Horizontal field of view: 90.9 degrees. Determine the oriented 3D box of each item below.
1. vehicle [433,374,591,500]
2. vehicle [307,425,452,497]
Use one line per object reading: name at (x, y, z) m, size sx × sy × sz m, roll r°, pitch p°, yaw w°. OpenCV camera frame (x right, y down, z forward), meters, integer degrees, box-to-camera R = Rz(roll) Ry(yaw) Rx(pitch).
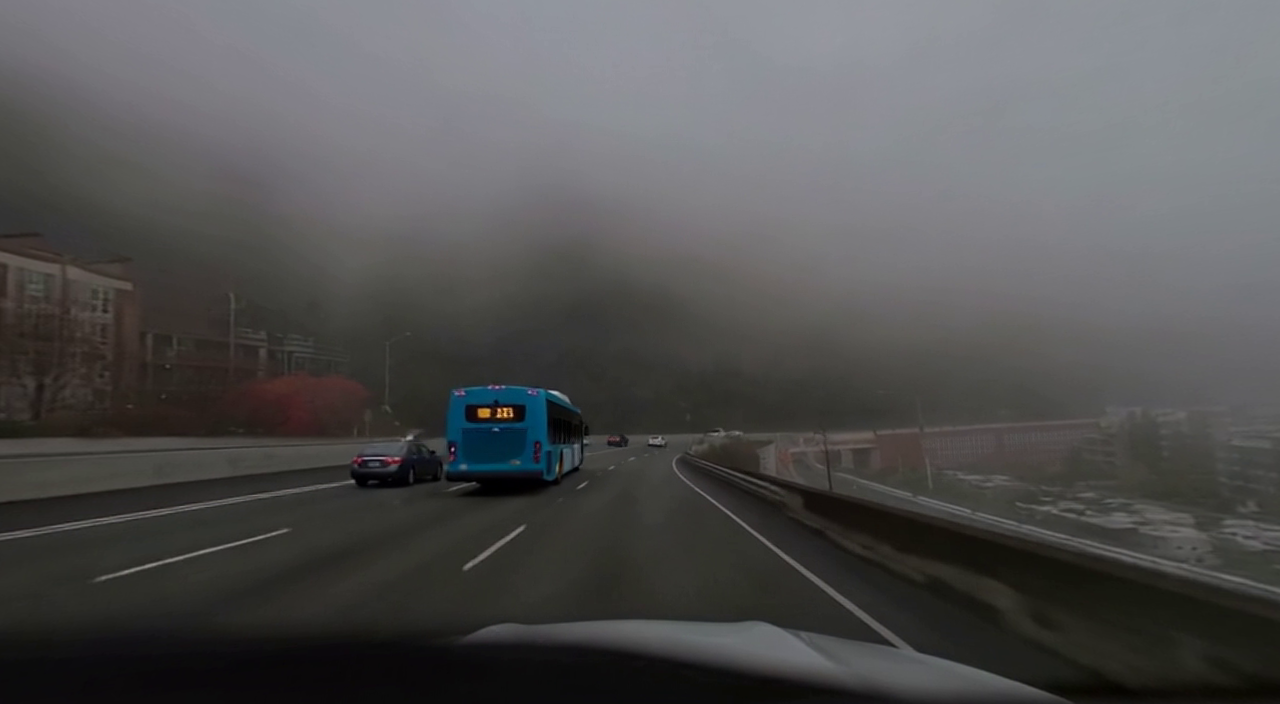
vehicle at (-3.339, 2.646, 19.125) m, size 2.888 × 2.944 × 8.373 m, roll 0°, pitch -9°, yaw 1°
vehicle at (-6.902, 2.950, 17.342) m, size 1.993 × 1.690 × 4.450 m, roll -1°, pitch -9°, yaw 1°
